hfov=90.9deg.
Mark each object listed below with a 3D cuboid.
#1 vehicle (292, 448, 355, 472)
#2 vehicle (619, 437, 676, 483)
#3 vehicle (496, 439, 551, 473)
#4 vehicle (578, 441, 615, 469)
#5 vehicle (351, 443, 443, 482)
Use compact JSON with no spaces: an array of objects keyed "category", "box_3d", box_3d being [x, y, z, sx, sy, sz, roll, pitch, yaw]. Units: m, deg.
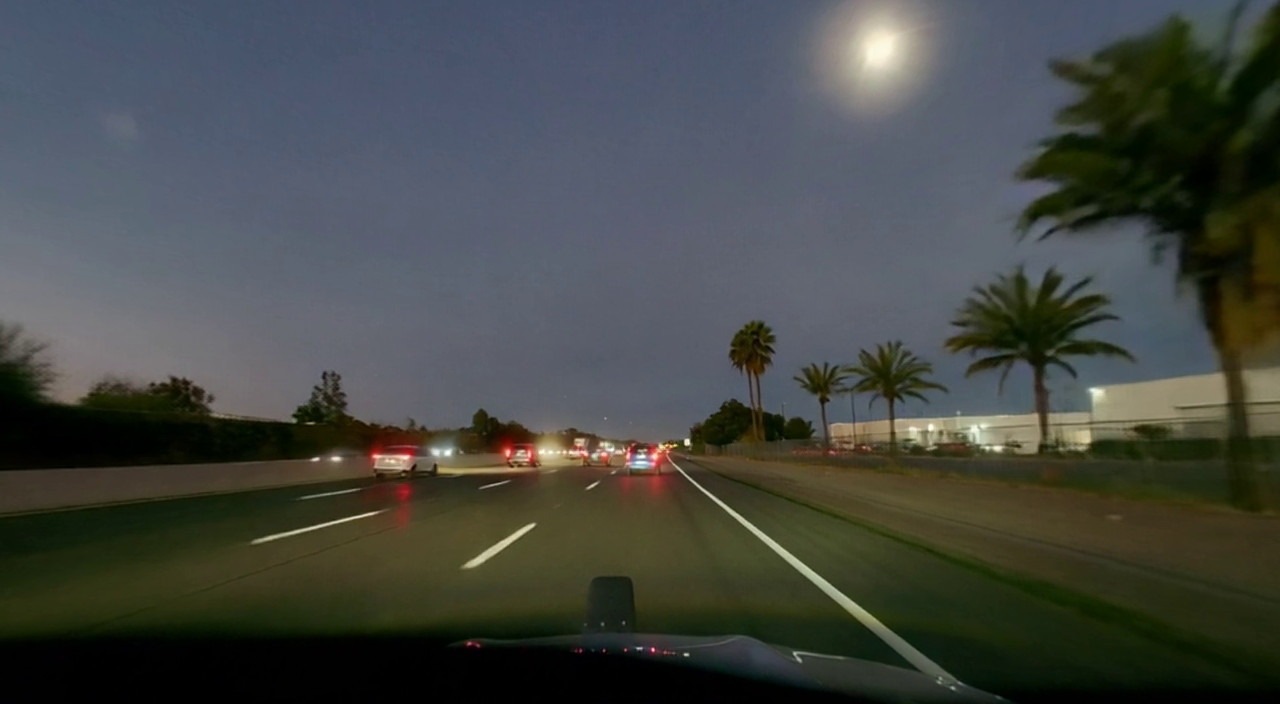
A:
[{"category":"vehicle","box_3d":[-21.187,7.230,42.437,1.849,1.470,4.302,-1,-8,2]},{"category":"vehicle","box_3d":[0.294,4.289,25.448,2.136,1.678,4.052,0,-8,1]},{"category":"vehicle","box_3d":[-6.502,5.868,35.870,2.105,1.790,4.689,0,-8,2]},{"category":"vehicle","box_3d":[-2.974,7.106,43.878,2.108,1.832,4.549,-1,-8,2]},{"category":"vehicle","box_3d":[-10.412,4.754,27.501,1.910,1.501,5.004,-1,-8,2]}]
